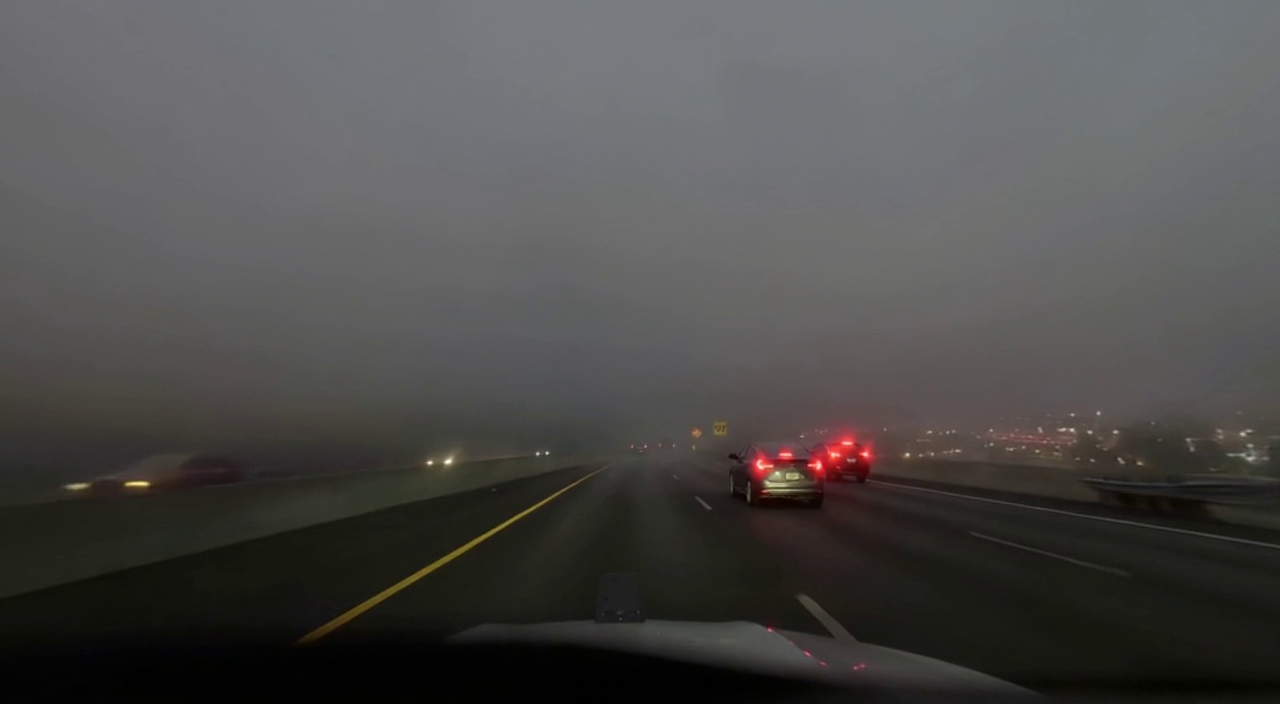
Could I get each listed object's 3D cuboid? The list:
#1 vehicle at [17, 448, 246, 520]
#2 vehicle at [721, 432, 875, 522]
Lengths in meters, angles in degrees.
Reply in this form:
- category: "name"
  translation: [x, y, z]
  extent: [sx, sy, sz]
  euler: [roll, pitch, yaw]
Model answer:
- category: "vehicle"
  translation: [-13.696, 3.524, 17.548]
  extent: [2.161, 1.666, 4.887]
  euler: [0, -8, 2]
- category: "vehicle"
  translation: [3.031, 2.506, 13.290]
  extent: [1.982, 1.533, 4.612]
  euler: [0, -8, -1]
